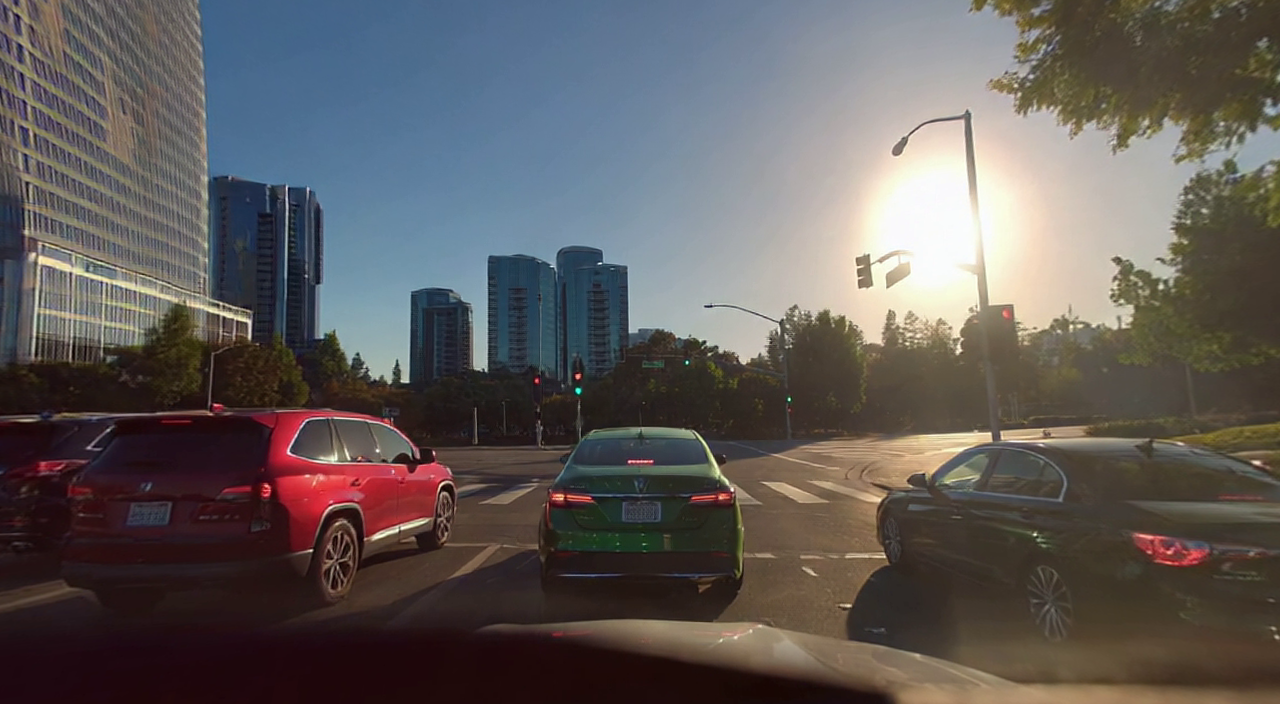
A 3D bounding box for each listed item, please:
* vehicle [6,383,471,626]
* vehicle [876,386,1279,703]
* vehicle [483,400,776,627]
[{"bbox_3d":[-3.556,1.427,6.849,2.014,1.755,4.360,0,-8,3],"label":"vehicle"},{"bbox_3d":[3.584,1.199,4.601,2.010,1.486,4.498,0,-8,1],"label":"vehicle"},{"bbox_3d":[-0.054,1.400,6.302,2.047,1.579,3.642,0,-8,1],"label":"vehicle"}]
